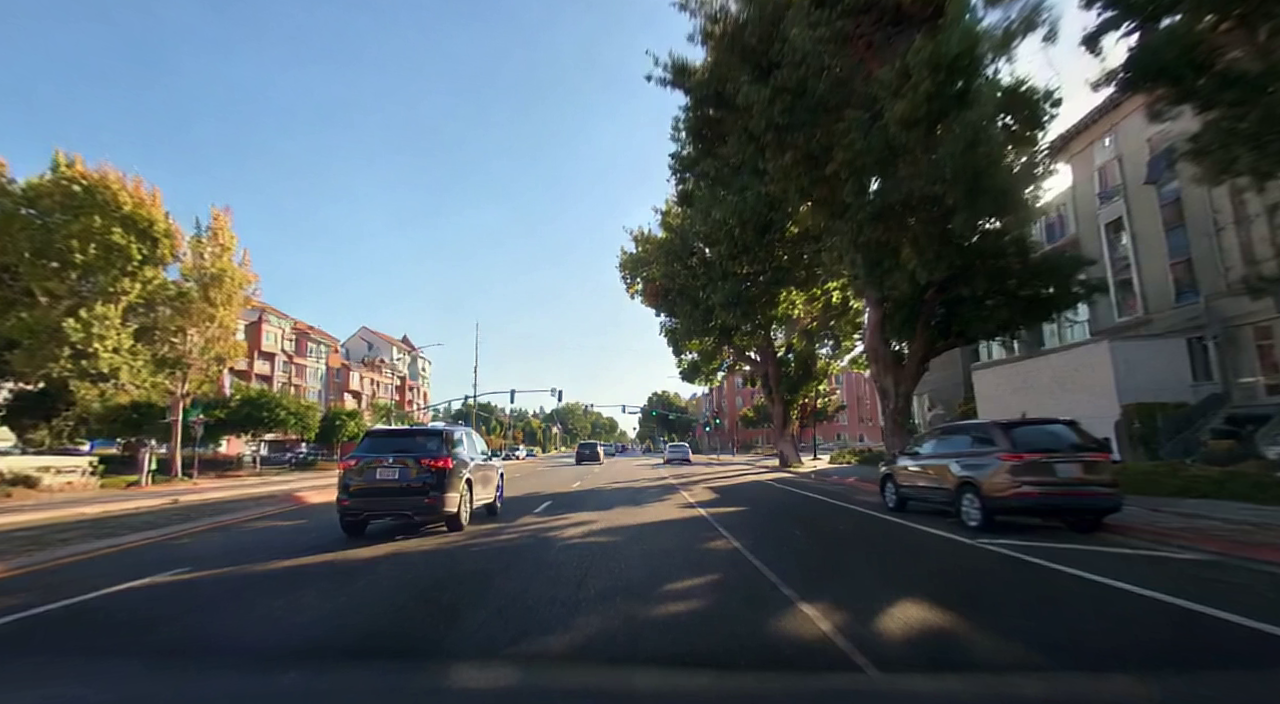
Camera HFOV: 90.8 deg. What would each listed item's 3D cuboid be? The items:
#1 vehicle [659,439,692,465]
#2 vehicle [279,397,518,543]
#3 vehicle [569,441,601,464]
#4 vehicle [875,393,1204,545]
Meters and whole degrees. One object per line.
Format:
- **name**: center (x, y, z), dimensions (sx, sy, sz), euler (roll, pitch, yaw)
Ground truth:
- **vehicle**: center (2.528, 7.214, 45.625), dimensions (2.018, 1.719, 4.369), euler (0, -8, -2)
- **vehicle**: center (-3.807, 1.999, 11.295), dimensions (2.225, 1.984, 5.168), euler (0, -8, 0)
- **vehicle**: center (-4.219, 7.812, 49.417), dimensions (2.083, 1.685, 4.069), euler (0, -8, 1)
- **vehicle**: center (6.970, 2.154, 12.332), dimensions (2.521, 2.108, 6.111), euler (2, -8, 1)
